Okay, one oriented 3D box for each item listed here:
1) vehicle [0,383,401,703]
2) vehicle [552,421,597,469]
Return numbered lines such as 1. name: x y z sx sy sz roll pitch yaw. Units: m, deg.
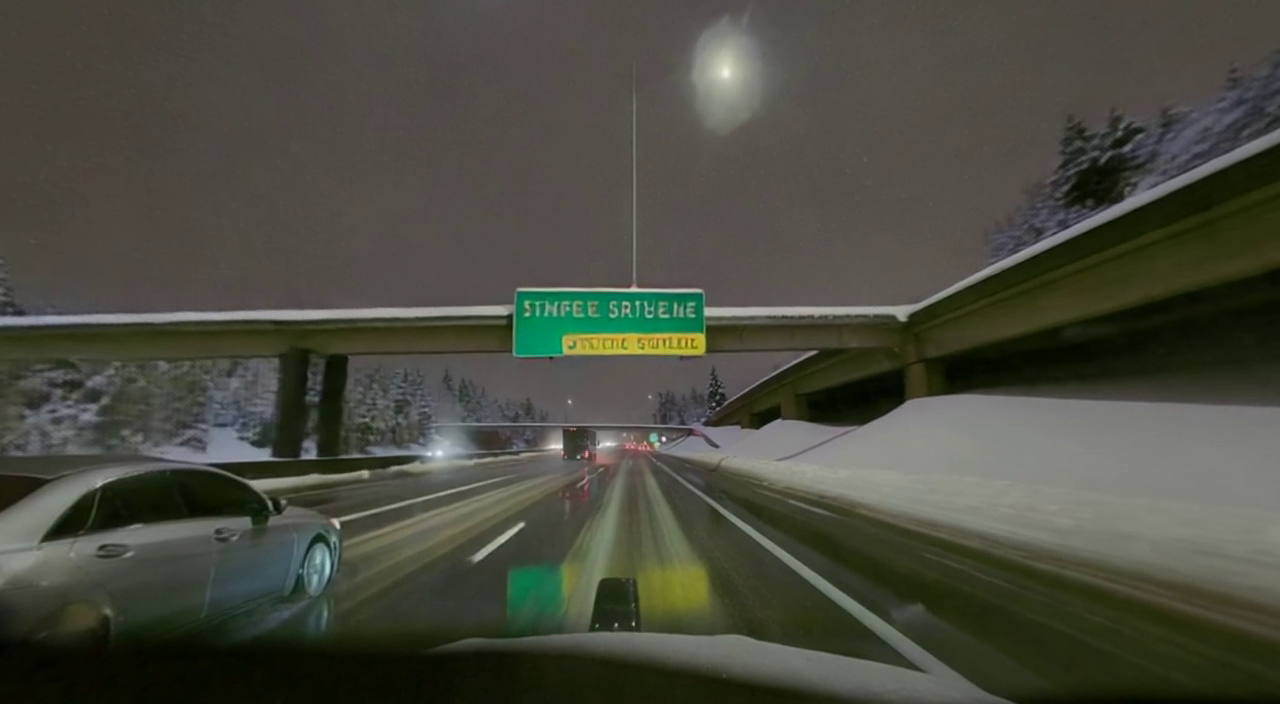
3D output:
1. vehicle: -3.574 1.190 4.413 2.025 1.556 4.594 0 -8 0
2. vehicle: -4.221 6.193 42.162 2.364 2.953 6.732 0 -8 -1
